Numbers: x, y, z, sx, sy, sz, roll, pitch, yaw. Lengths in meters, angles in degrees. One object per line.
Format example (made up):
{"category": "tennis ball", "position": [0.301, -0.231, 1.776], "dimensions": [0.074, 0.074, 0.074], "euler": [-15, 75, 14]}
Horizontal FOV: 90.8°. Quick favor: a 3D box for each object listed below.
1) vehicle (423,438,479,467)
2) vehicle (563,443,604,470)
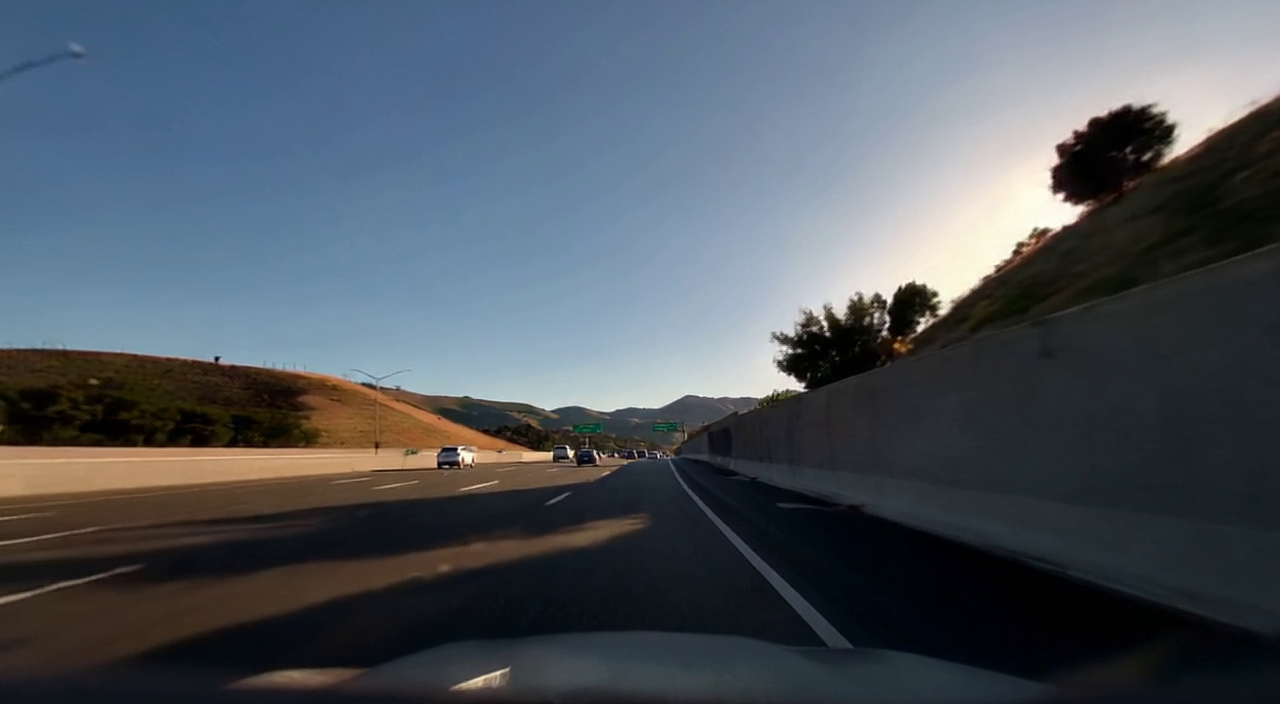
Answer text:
{"category": "vehicle", "position": [-12.433, 6.650, 41.857], "dimensions": [2.076, 1.766, 4.831], "euler": [0, -8, 2]}
{"category": "vehicle", "position": [-3.297, 6.198, 37.550], "dimensions": [1.931, 1.492, 4.076], "euler": [0, -8, 2]}
